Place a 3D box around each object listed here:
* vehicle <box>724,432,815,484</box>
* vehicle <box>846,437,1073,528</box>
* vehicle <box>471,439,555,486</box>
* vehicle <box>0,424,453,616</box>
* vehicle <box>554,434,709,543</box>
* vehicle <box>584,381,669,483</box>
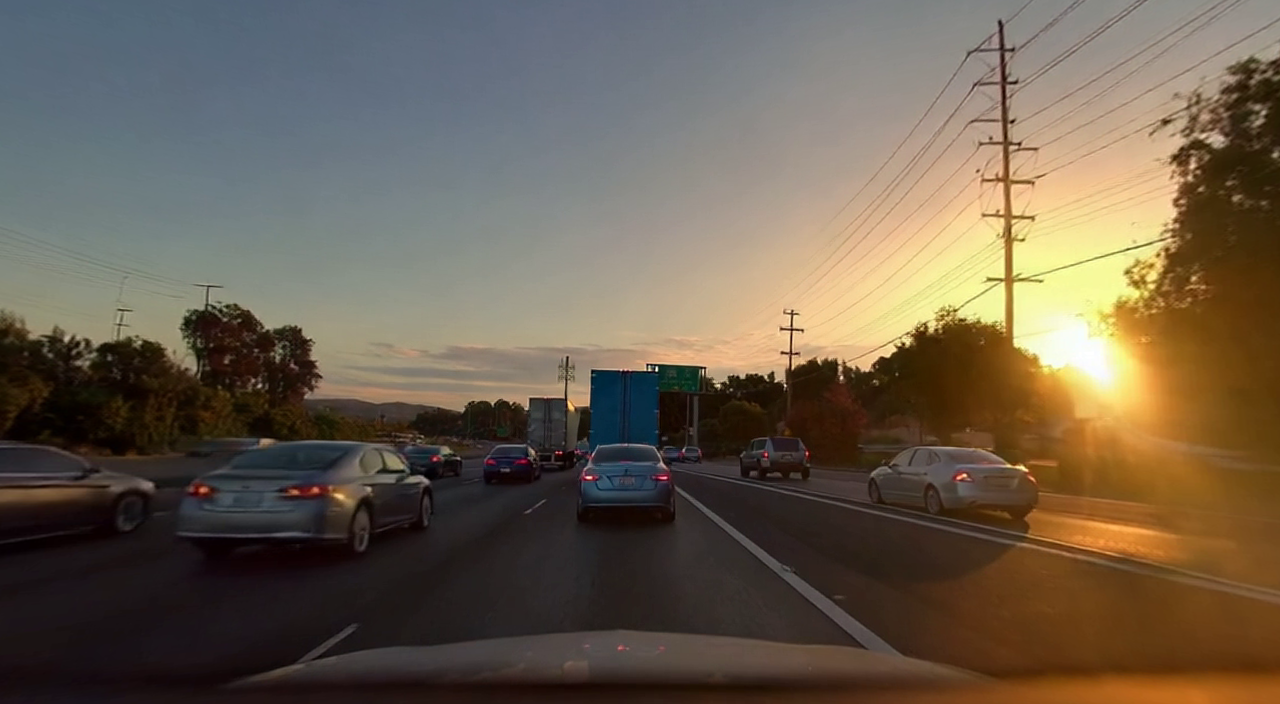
[{"bbox_3d":[4.469,3.745,22.541,2.023,1.676,4.002,1,-9,-6],"label":"vehicle"},{"bbox_3d":[5.787,2.388,12.164,1.878,1.406,4.164,1,-9,-6],"label":"vehicle"},{"bbox_3d":[-4.364,3.878,22.517,2.090,1.463,4.968,0,-9,-2],"label":"vehicle"},{"bbox_3d":[-3.964,1.684,7.503,1.960,1.450,5.246,0,-9,-1],"label":"vehicle"},{"bbox_3d":[-0.234,2.176,10.715,2.112,1.463,4.012,0,-9,-4],"label":"vehicle"},{"bbox_3d":[-0.641,3.380,25.983,2.909,3.518,8.262,0,-9,-3],"label":"vehicle"}]
